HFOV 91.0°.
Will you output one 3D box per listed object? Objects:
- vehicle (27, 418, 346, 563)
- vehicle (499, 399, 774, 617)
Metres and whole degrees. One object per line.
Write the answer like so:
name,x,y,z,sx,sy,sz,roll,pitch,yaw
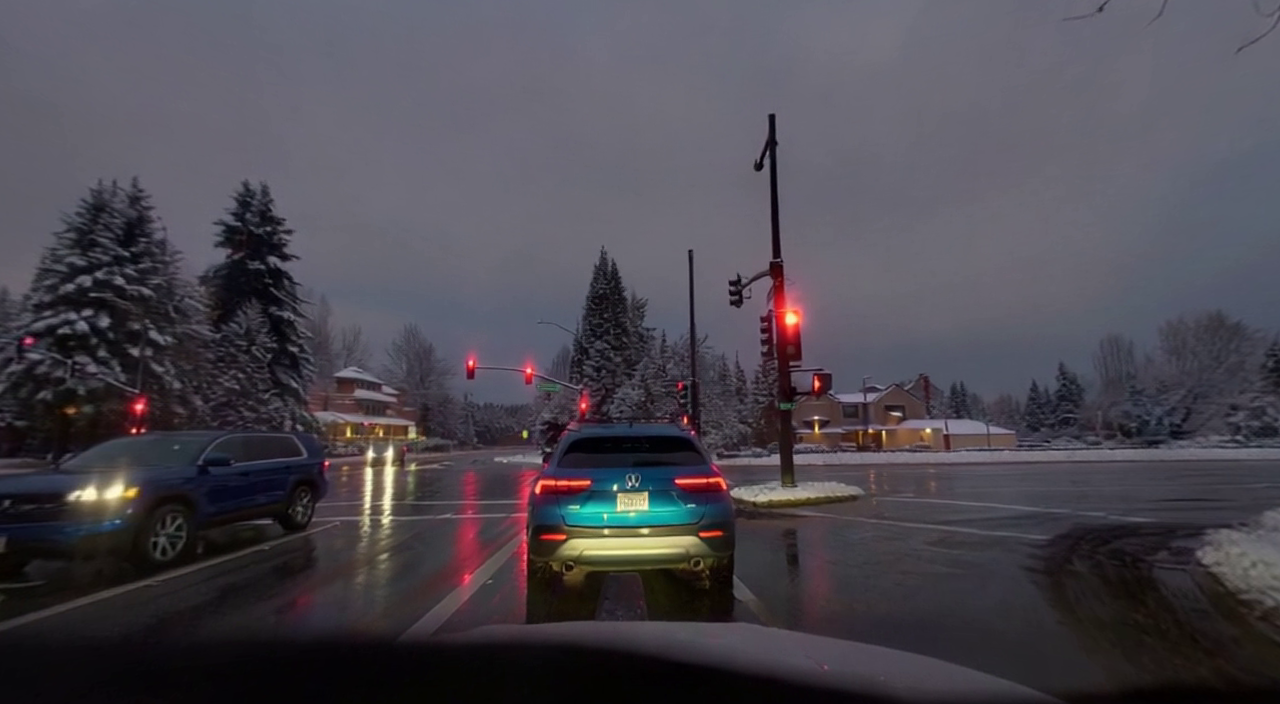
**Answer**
vehicle,-6.405,1.968,9.689,2.020,1.695,4.187,1,-9,-5
vehicle,-0.179,1.525,7.075,2.154,1.670,4.140,1,-9,-5
